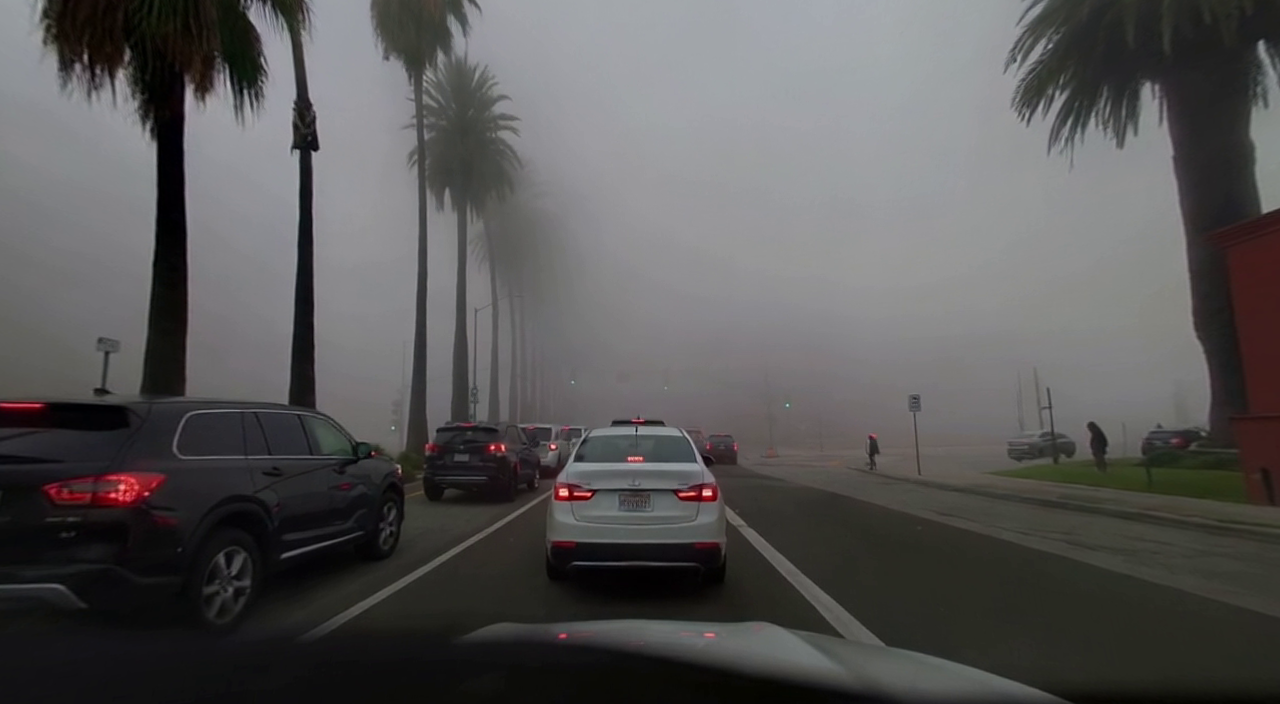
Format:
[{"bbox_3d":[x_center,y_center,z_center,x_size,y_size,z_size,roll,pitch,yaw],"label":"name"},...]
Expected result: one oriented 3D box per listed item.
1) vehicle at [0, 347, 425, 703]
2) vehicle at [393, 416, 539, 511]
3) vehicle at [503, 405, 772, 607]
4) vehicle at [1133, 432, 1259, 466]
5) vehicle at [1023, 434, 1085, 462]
[{"bbox_3d":[-3.535,1.161,5.338,1.914,1.741,4.398,0,-9,-1],"label":"vehicle"},{"bbox_3d":[-3.459,2.305,13.383,1.840,1.684,4.041,0,-8,1],"label":"vehicle"},{"bbox_3d":[-0.055,1.535,7.185,2.114,1.585,4.285,0,-8,-1],"label":"vehicle"},{"bbox_3d":[25.457,4.445,28.961,3.914,1.427,1.779,-2,-8,5],"label":"vehicle"},{"bbox_3d":[26.222,6.090,40.028,1.882,1.672,3.957,-2,-9,12],"label":"vehicle"}]
